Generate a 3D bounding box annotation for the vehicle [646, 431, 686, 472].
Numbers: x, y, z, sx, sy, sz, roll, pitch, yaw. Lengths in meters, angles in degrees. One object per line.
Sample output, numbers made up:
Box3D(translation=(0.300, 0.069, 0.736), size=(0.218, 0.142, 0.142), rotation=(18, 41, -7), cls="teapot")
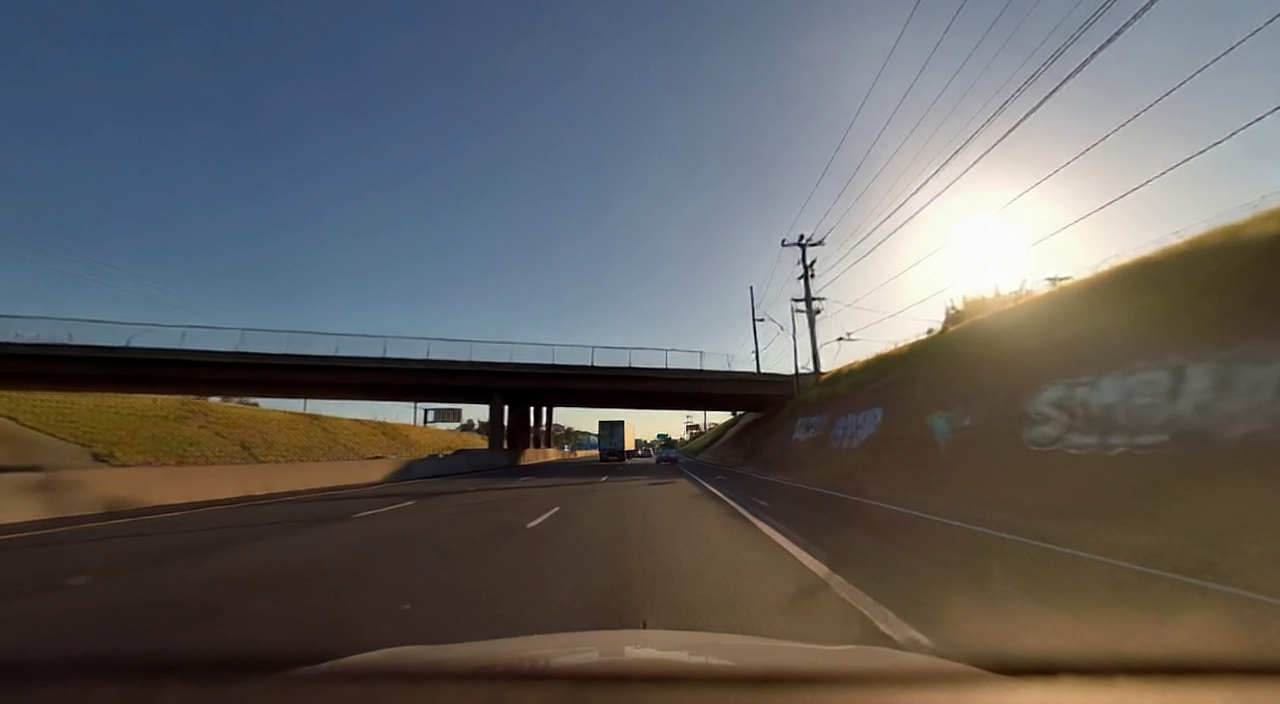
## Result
Box3D(translation=(1.731, 6.907, 43.950), size=(2.462, 2.627, 5.799), rotation=(0, -9, -1), cls="vehicle")
